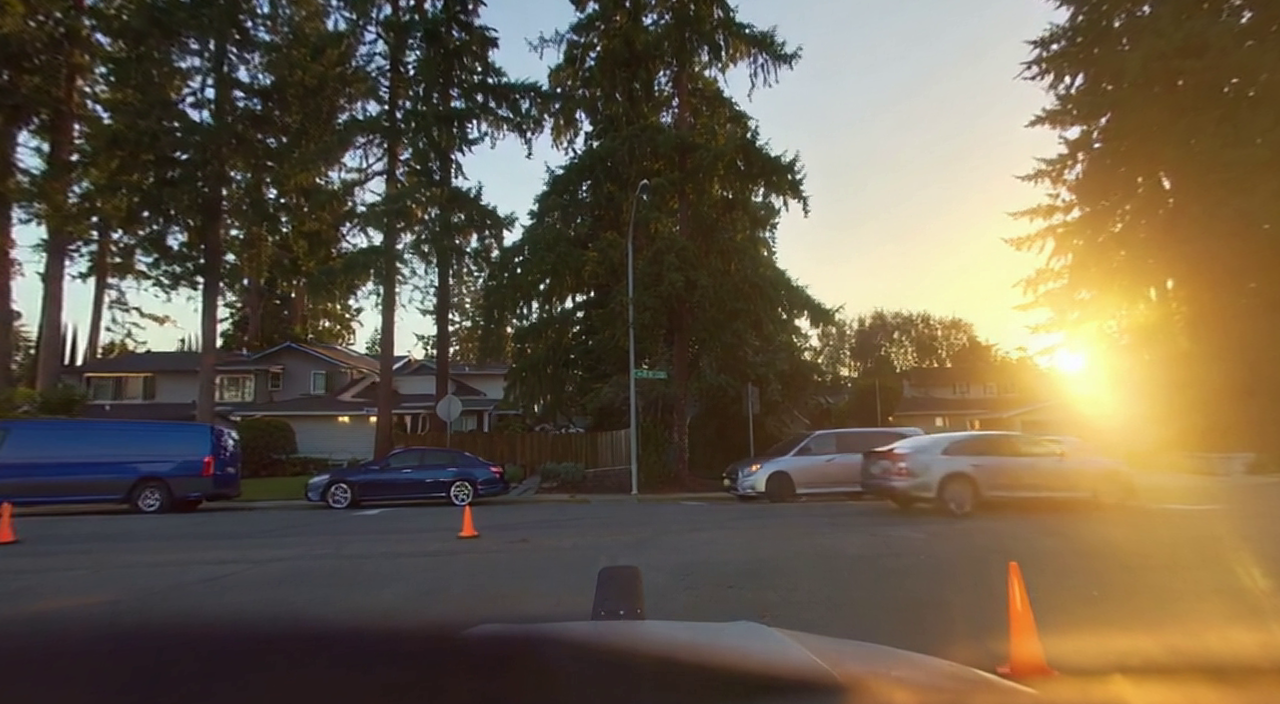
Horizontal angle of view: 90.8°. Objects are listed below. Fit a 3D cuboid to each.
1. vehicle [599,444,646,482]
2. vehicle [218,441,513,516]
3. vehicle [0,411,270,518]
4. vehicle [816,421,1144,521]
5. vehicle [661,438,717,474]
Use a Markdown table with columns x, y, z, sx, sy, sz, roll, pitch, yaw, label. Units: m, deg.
| x | y | z | sx | sy | sz | roll | pitch | yaw | label |
| --- | --- | --- | --- | --- | --- | --- | --- | --- | --- |
| -0.801 | 4.740 | 27.233 | 1.648 | 1.430 | 3.654 | 4 | -8 | -5 | vehicle |
| -6.962 | 3.330 | 17.059 | 6.643 | 1.777 | 2.925 | 1 | -9 | -6 | vehicle |
| -14.504 | 2.992 | 16.477 | 7.824 | 2.323 | 2.863 | -2 | -10 | -3 | vehicle |
| 5.822 | 2.065 | 11.270 | 4.684 | 1.556 | 2.087 | 1 | -8 | -5 | vehicle |
| 2.072 | 4.556 | 27.849 | 1.745 | 1.461 | 4.074 | 1 | -9 | -6 | vehicle |
